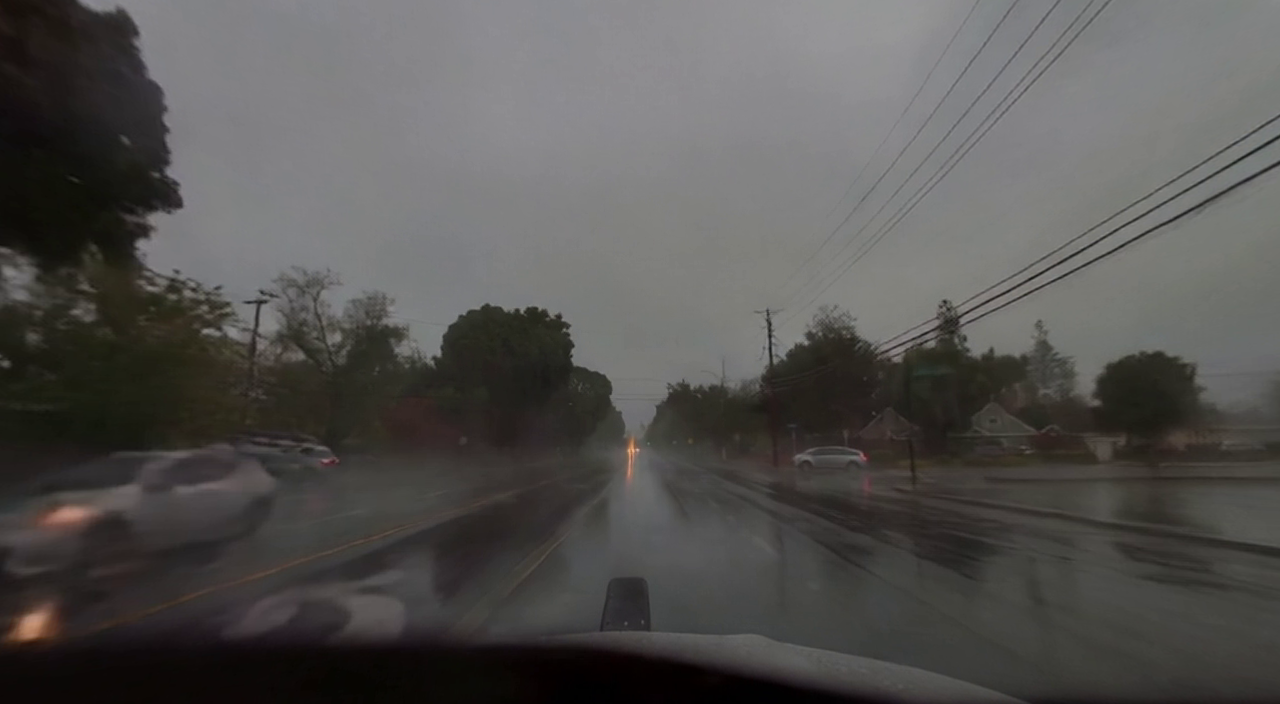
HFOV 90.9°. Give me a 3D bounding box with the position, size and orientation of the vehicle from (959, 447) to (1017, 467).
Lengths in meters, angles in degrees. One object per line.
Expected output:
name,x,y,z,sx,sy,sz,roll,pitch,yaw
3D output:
vehicle,27.330,8.221,49.642,1.787,1.465,4.681,0,-9,-2

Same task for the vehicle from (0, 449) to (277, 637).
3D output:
vehicle,-6.505,1.887,7.005,2.163,1.588,4.509,0,-9,1

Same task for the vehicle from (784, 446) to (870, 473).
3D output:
vehicle,11.436,6.604,38.789,4.565,1.600,2.023,1,-9,-5

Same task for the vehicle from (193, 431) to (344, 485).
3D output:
vehicle,-20.503,5.895,35.069,6.794,2.863,2.387,0,-9,1
